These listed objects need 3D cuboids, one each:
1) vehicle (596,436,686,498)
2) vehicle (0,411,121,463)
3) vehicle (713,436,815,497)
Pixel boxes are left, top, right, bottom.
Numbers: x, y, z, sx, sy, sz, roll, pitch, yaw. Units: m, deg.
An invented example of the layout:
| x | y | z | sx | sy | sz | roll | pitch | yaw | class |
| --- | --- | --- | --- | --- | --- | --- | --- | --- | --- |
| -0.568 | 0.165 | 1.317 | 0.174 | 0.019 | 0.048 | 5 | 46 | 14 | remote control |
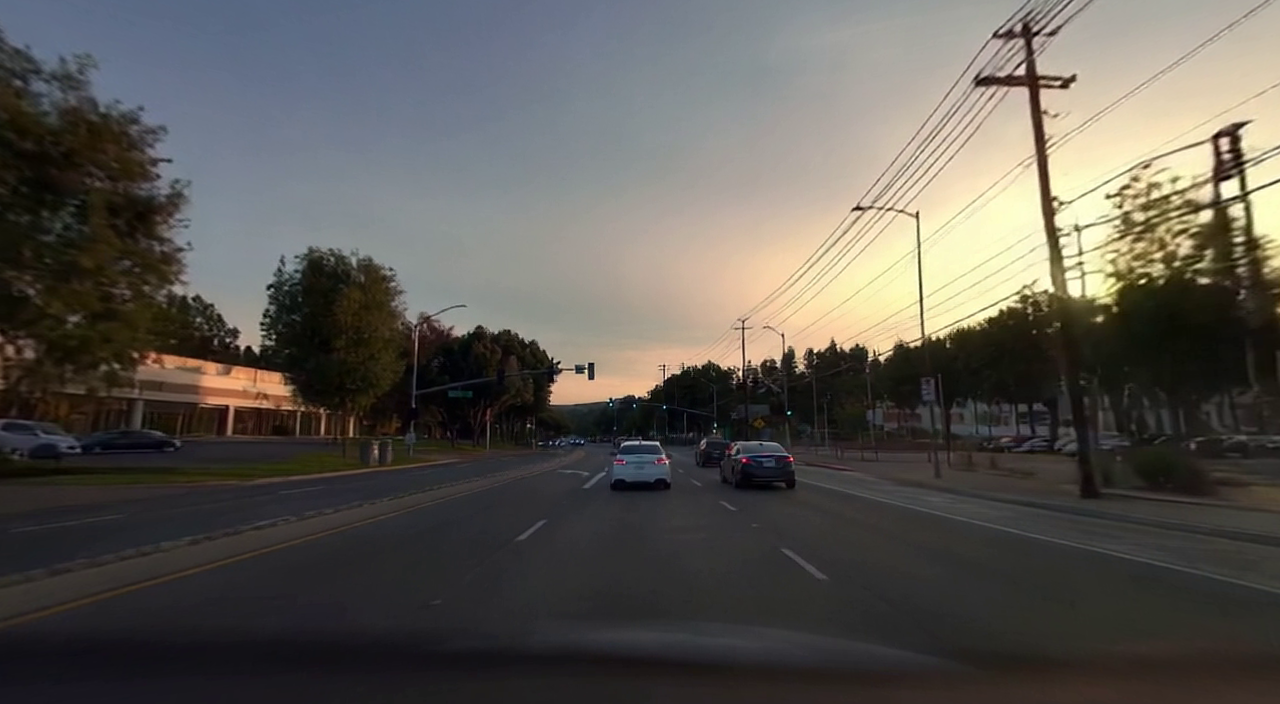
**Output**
| x | y | z | sx | sy | sz | roll | pitch | yaw | class |
| --- | --- | --- | --- | --- | --- | --- | --- | --- | --- |
| -0.006 | 3.061 | 17.121 | 2.144 | 1.473 | 4.028 | 0 | -8 | -1 | vehicle |
| -29.030 | 4.071 | 29.892 | 2.878 | 2.172 | 7.057 | 0 | -8 | -2 | vehicle |
| 3.319 | 3.138 | 17.688 | 1.985 | 1.489 | 4.036 | 0 | -8 | -1 | vehicle |
